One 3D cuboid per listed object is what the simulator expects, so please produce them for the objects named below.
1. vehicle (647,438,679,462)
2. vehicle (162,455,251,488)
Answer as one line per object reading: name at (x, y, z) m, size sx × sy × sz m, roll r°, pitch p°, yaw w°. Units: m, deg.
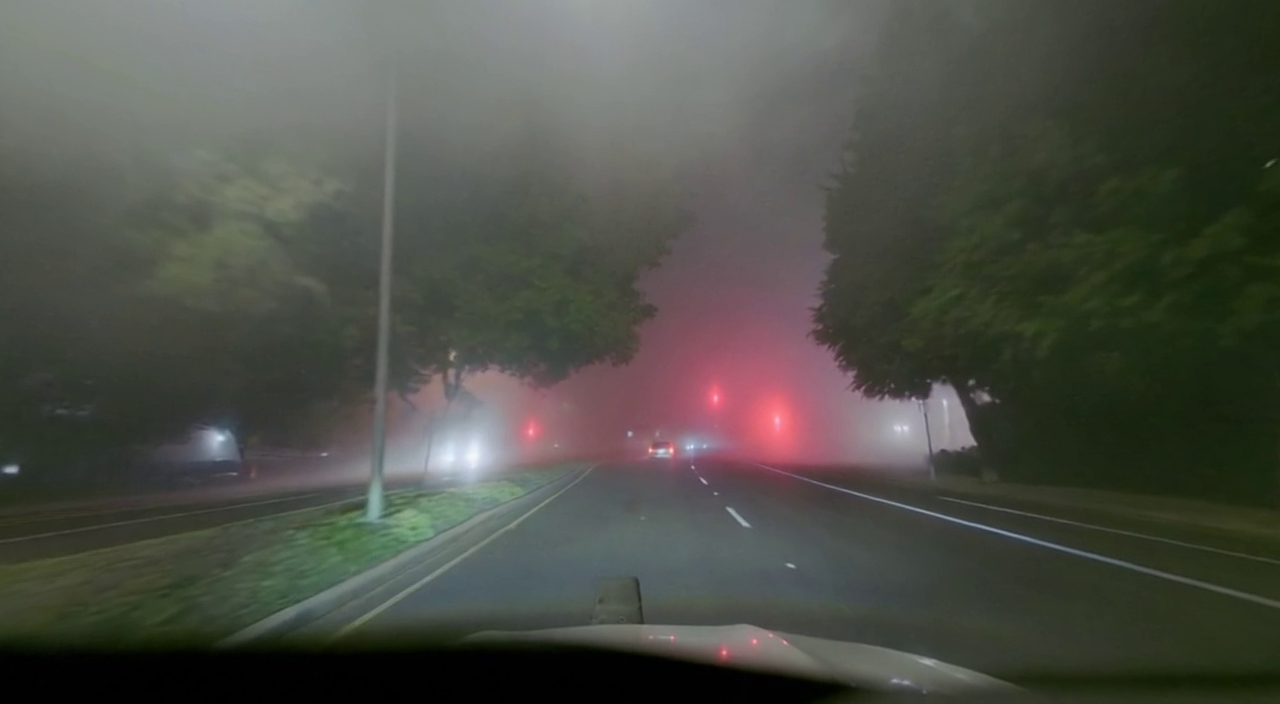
vehicle at (1.633, 6.823, 44.069) m, size 2.037 × 1.568 × 3.693 m, roll -1°, pitch -8°, yaw 4°
vehicle at (-24.783, 6.809, 36.328) m, size 1.956 × 1.637 × 4.323 m, roll -2°, pitch -8°, yaw 3°
